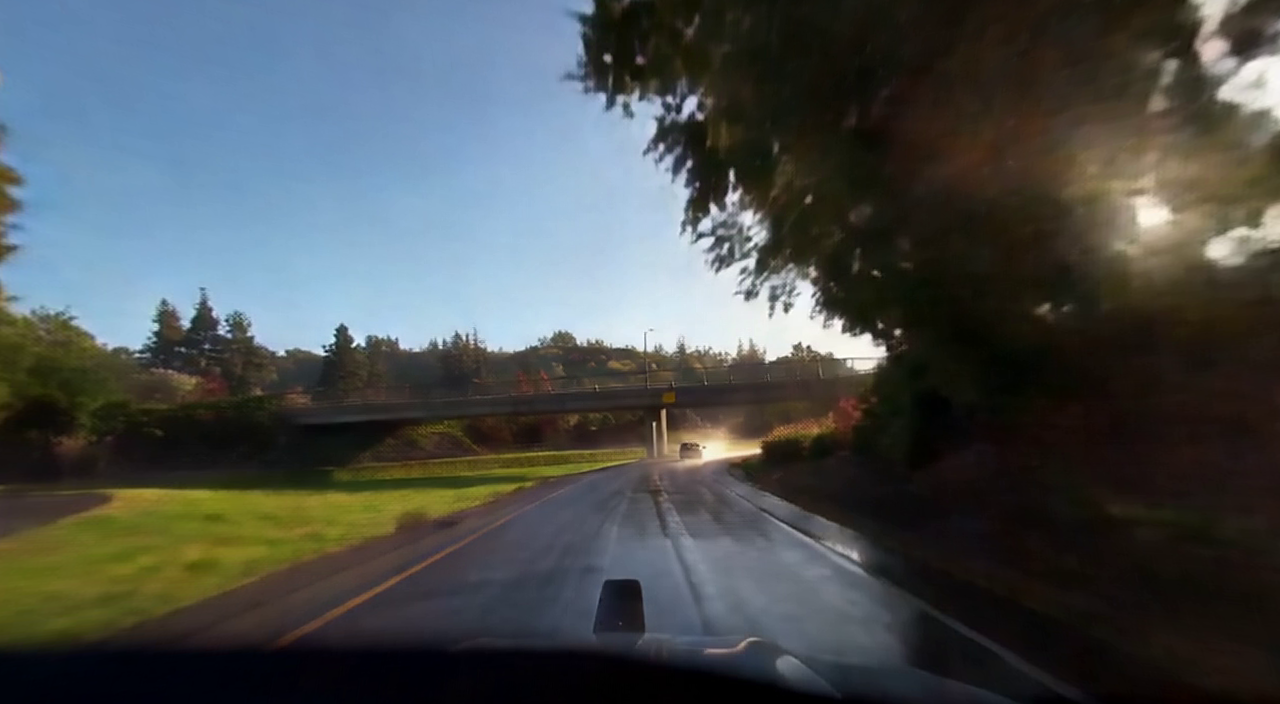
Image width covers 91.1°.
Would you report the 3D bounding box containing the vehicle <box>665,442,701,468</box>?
[{"bbox_3d":[2.605,6.056,37.082,1.980,1.449,3.650,-1,-9,5],"label":"vehicle"}]
